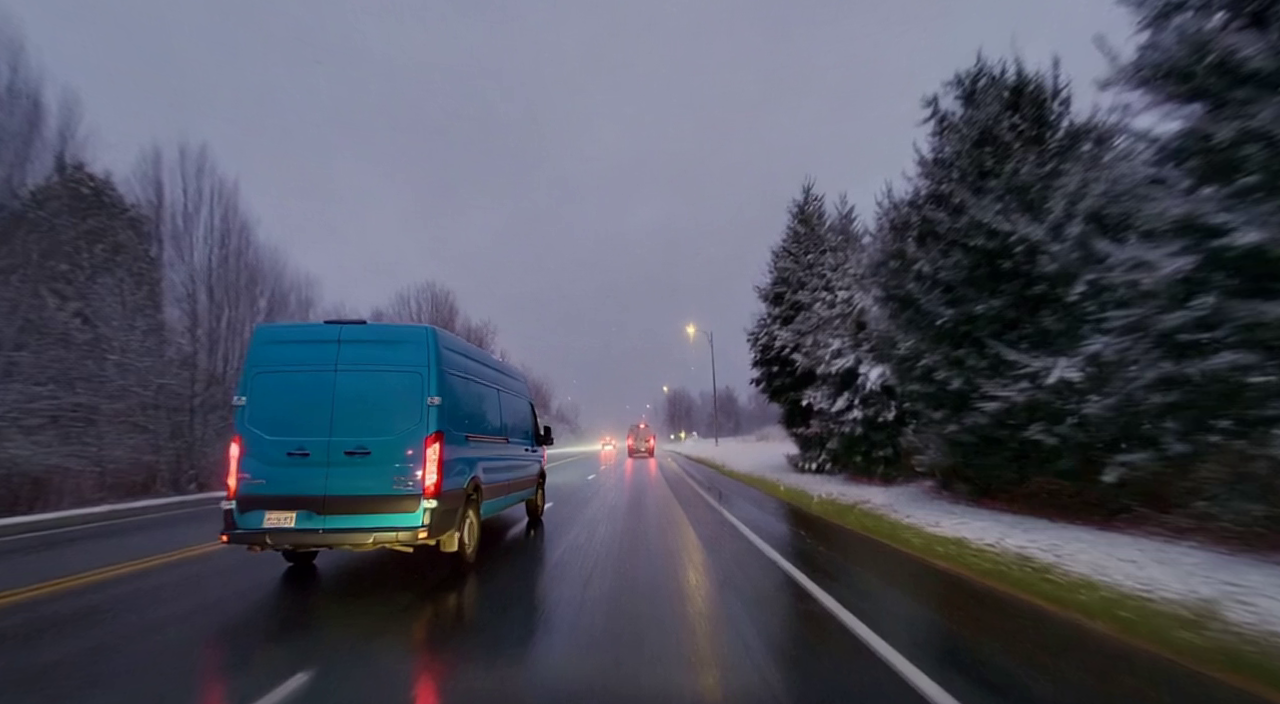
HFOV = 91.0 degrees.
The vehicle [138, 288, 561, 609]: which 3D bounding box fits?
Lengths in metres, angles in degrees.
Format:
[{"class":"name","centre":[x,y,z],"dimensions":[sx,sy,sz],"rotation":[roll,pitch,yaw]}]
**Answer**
[{"class":"vehicle","centre":[-2.734,1.177,8.202],"dimensions":[2.497,2.628,6.016],"rotation":[0,-8,1]}]
